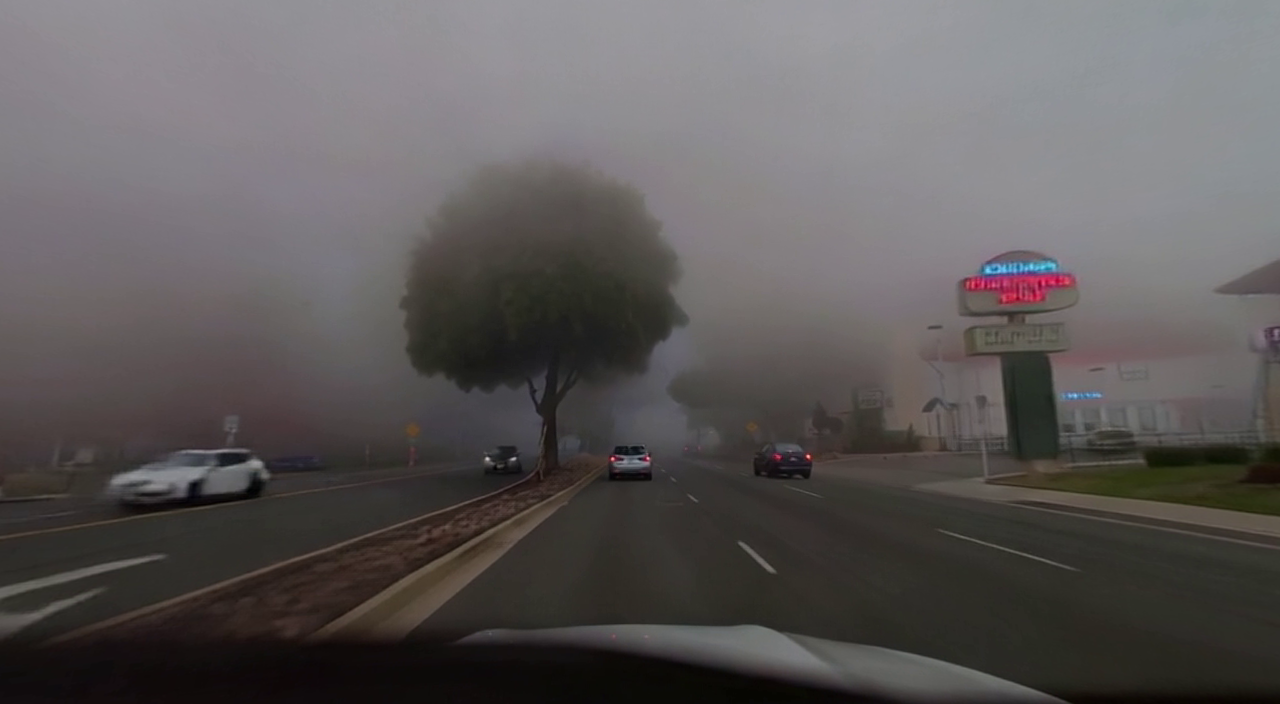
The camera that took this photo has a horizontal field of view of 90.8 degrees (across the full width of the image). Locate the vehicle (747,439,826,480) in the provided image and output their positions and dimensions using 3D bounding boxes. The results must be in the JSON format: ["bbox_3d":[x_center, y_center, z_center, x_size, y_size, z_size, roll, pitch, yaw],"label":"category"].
[{"bbox_3d":[6.319,4.689,27.803,2.244,1.618,4.585,0,-9,-2],"label":"vehicle"}]

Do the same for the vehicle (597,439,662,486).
[{"bbox_3d":[-0.353,3.909,22.618,2.106,1.496,3.964,0,-9,0],"label":"vehicle"}]

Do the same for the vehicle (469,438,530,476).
[{"bbox_3d":[-6.738,5.071,30.714,2.156,1.702,4.379,0,-9,-3],"label":"vehicle"}]

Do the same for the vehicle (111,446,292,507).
[{"bbox_3d":[-11.928,3.383,17.646,1.833,1.464,4.463,0,-9,0],"label":"vehicle"}]
